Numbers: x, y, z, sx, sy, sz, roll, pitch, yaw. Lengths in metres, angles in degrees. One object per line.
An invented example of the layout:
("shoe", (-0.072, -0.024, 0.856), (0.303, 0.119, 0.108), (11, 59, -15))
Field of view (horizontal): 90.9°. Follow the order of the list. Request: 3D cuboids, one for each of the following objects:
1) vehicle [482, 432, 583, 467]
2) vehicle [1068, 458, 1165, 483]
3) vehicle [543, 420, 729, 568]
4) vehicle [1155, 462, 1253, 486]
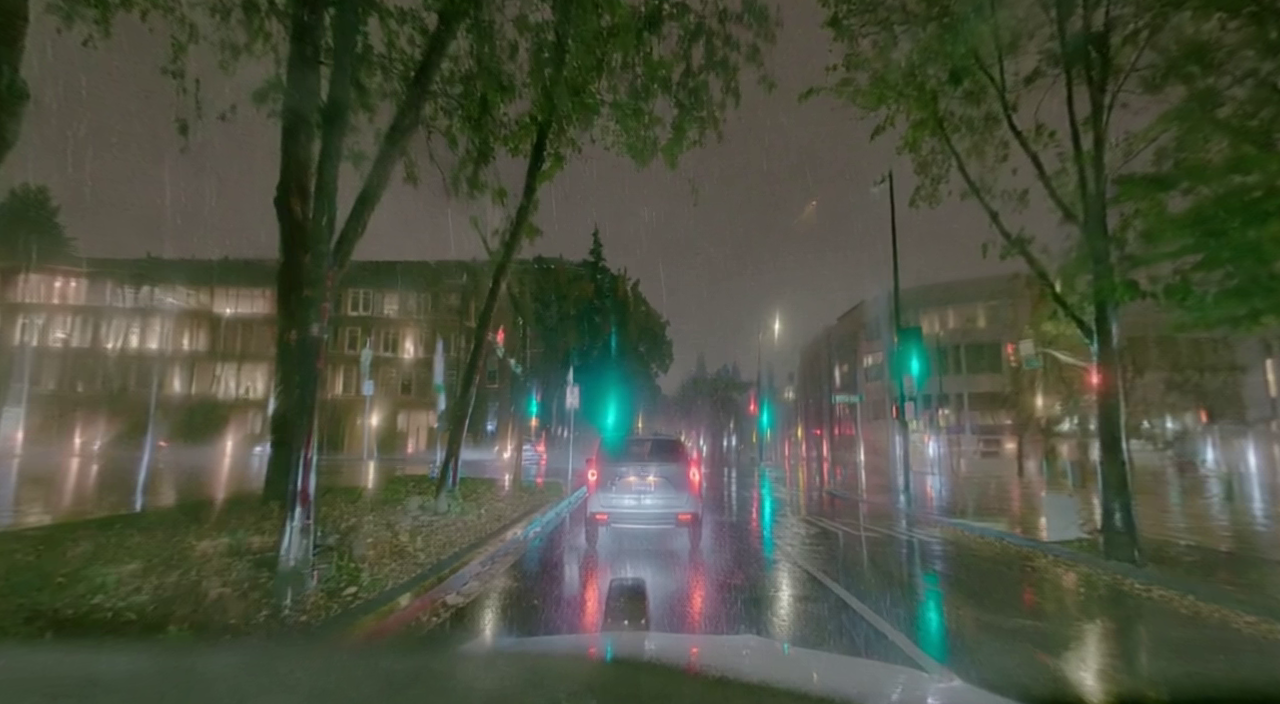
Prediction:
("vehicle", (-5.319, 4.807, 31.041), (4.536, 1.586, 2.254), (-6, -10, 33))
("vehicle", (30.187, 7.513, 39.986), (4.668, 1.441, 1.904), (0, -9, -4))
("vehicle", (-0.075, 1.875, 9.042), (2.079, 1.621, 3.861), (0, -9, -1))
("vehicle", (35.902, 7.756, 40.182), (4.457, 1.409, 1.873), (0, -9, -2))
